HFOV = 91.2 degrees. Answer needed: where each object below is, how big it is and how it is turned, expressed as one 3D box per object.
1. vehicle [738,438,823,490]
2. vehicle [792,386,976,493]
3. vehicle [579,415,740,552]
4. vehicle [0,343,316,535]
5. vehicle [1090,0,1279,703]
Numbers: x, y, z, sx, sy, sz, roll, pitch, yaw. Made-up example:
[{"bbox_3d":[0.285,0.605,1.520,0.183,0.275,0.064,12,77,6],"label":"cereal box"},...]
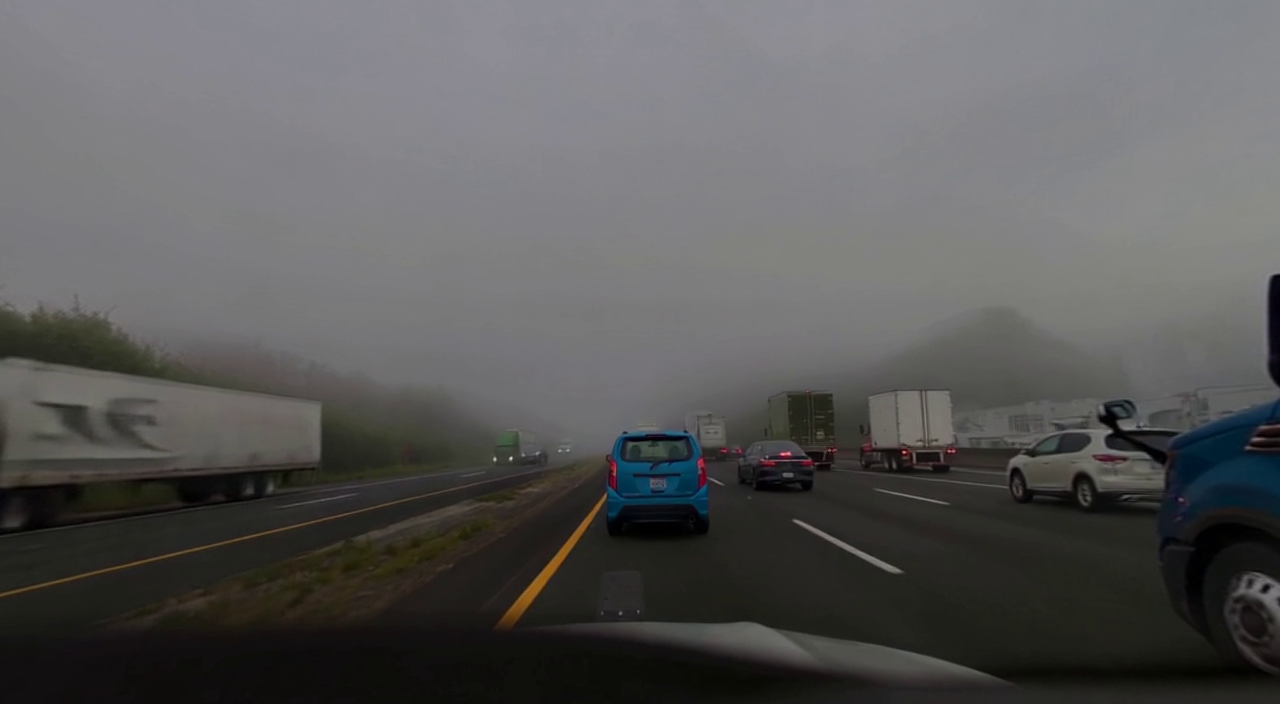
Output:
[{"bbox_3d":[4.477,3.615,20.533,1.859,1.512,3.711,0,-9,0],"label":"vehicle"},{"bbox_3d":[8.591,3.415,24.072,2.799,3.188,10.578,0,-9,0],"label":"vehicle"},{"bbox_3d":[0.284,1.881,9.459,1.965,1.664,3.428,-1,-9,2],"label":"vehicle"},{"bbox_3d":[-15.751,2.752,19.202,2.915,4.264,16.308,0,-9,0],"label":"vehicle"},{"bbox_3d":[4.266,-0.311,0.662,2.987,3.877,5.881,0,-9,0],"label":"vehicle"}]
